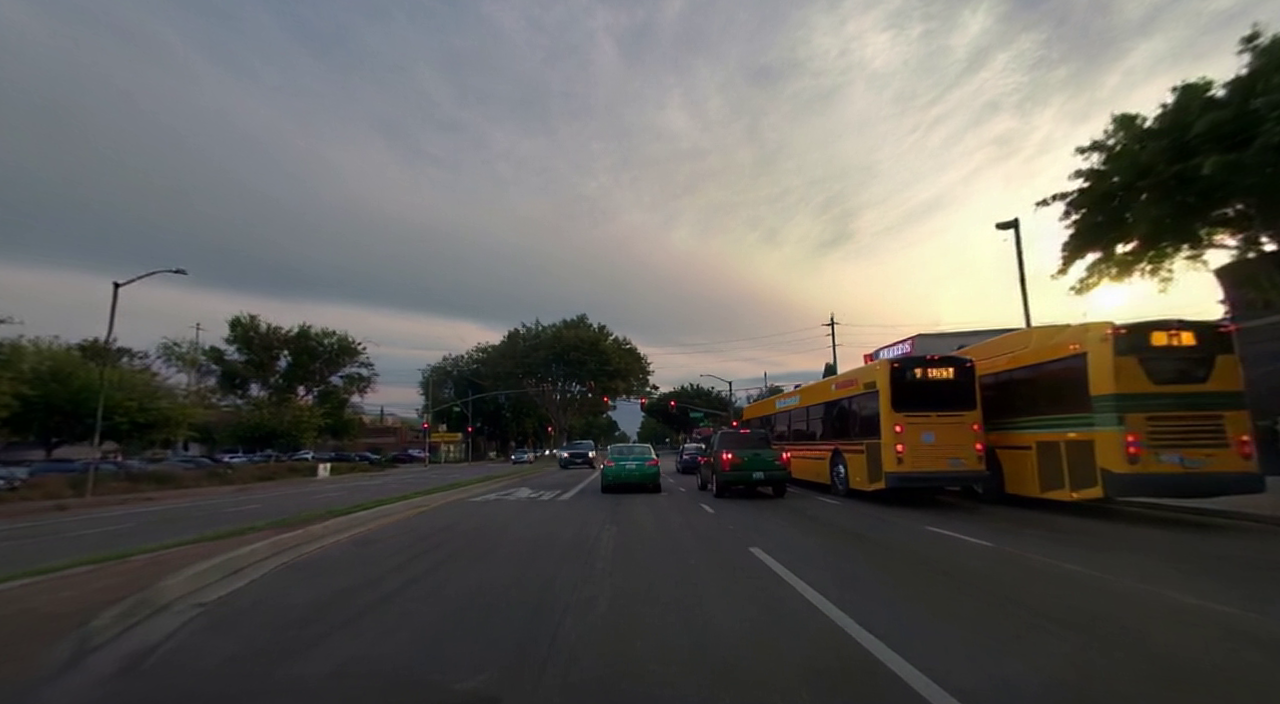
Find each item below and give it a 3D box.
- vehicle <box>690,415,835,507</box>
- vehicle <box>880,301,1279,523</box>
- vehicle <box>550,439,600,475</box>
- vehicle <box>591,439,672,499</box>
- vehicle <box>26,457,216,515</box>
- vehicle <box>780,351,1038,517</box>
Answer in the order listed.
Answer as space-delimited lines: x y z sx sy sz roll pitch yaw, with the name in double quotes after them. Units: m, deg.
2.874 2.802 16.627 2.490 1.951 5.931 0 -9 -2 "vehicle"
10.164 1.844 16.962 3.181 4.110 10.468 0 -9 -1 "vehicle"
-3.290 5.388 32.715 2.180 1.708 4.397 0 -9 -1 "vehicle"
-0.279 3.294 18.187 2.071 1.525 3.723 0 -9 -2 "vehicle"
-14.775 3.803 18.375 1.960 1.396 4.185 0 -9 0 "vehicle"
6.353 2.260 17.117 2.879 3.318 8.881 0 -8 -1 "vehicle"
